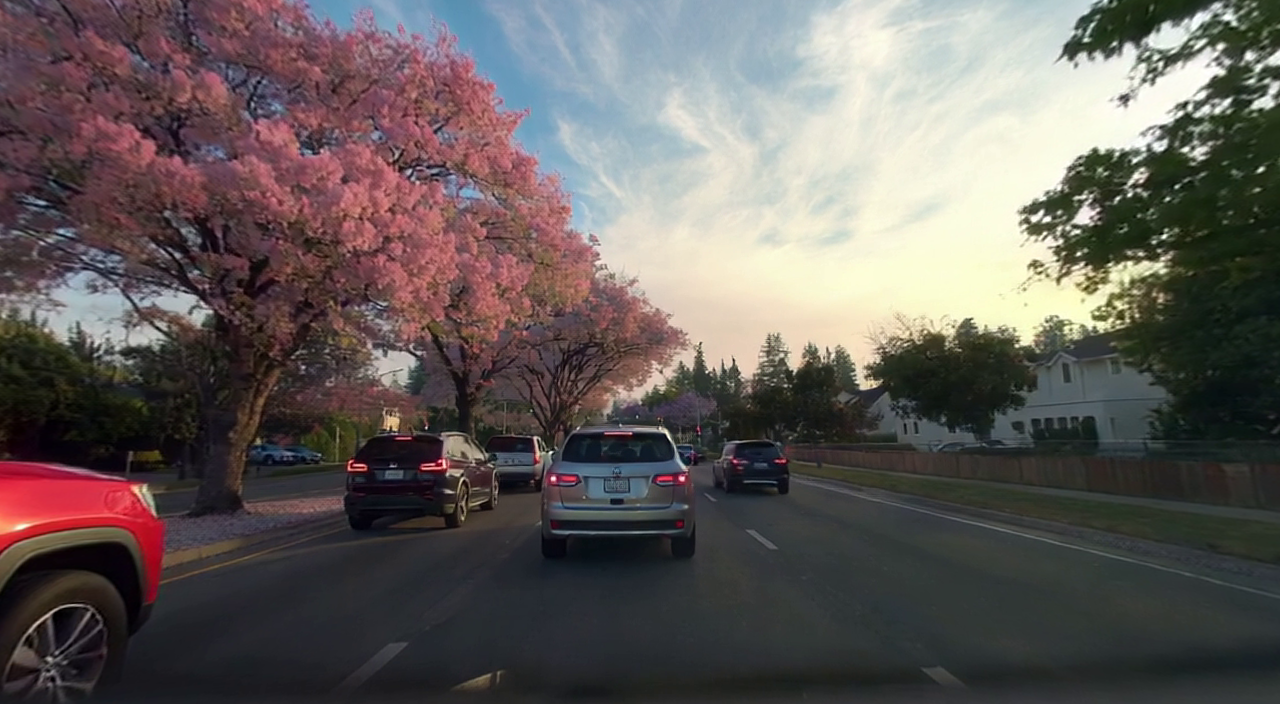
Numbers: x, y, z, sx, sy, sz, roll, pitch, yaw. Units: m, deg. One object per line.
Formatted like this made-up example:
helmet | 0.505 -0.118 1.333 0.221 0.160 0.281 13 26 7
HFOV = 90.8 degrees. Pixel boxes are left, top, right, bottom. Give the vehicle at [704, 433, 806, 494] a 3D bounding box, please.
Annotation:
vehicle | 3.213 3.239 18.759 2.056 1.536 4.678 0 -8 -1

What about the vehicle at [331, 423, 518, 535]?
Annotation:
vehicle | -3.671 2.239 11.738 1.948 1.668 4.279 0 -8 0

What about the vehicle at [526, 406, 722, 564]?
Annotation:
vehicle | -0.195 1.737 8.952 2.112 1.693 4.058 0 -8 -1

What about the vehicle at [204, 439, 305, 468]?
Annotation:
vehicle | -28.509 7.509 46.939 5.856 2.096 2.481 3 -9 -18

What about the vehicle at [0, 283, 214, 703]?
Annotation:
vehicle | -3.533 0.523 1.021 2.304 1.928 4.833 0 -8 0
